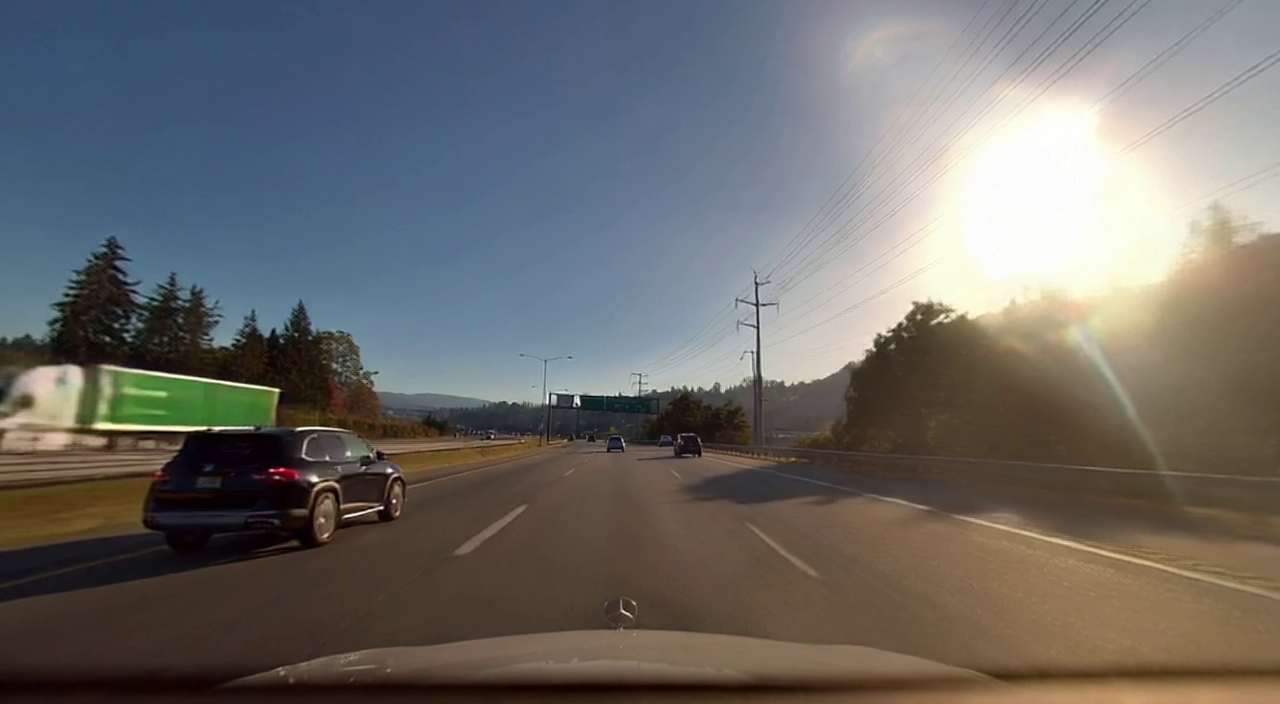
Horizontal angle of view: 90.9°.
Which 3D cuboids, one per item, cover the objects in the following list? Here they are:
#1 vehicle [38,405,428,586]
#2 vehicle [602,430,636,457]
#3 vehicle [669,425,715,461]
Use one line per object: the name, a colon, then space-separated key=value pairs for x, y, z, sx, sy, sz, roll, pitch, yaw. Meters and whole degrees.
vehicle: x=-4.319 y=1.540 z=7.709 sx=2.100 sy=1.590 sz=4.077 roll=0 pitch=-7 yaw=-1
vehicle: x=-1.430 y=6.139 z=42.401 sx=2.159 sy=1.690 sz=3.720 roll=0 pitch=-7 yaw=-3
vehicle: x=2.807 y=4.971 z=34.599 sx=1.976 sy=1.905 sz=3.263 roll=0 pitch=-7 yaw=-5
